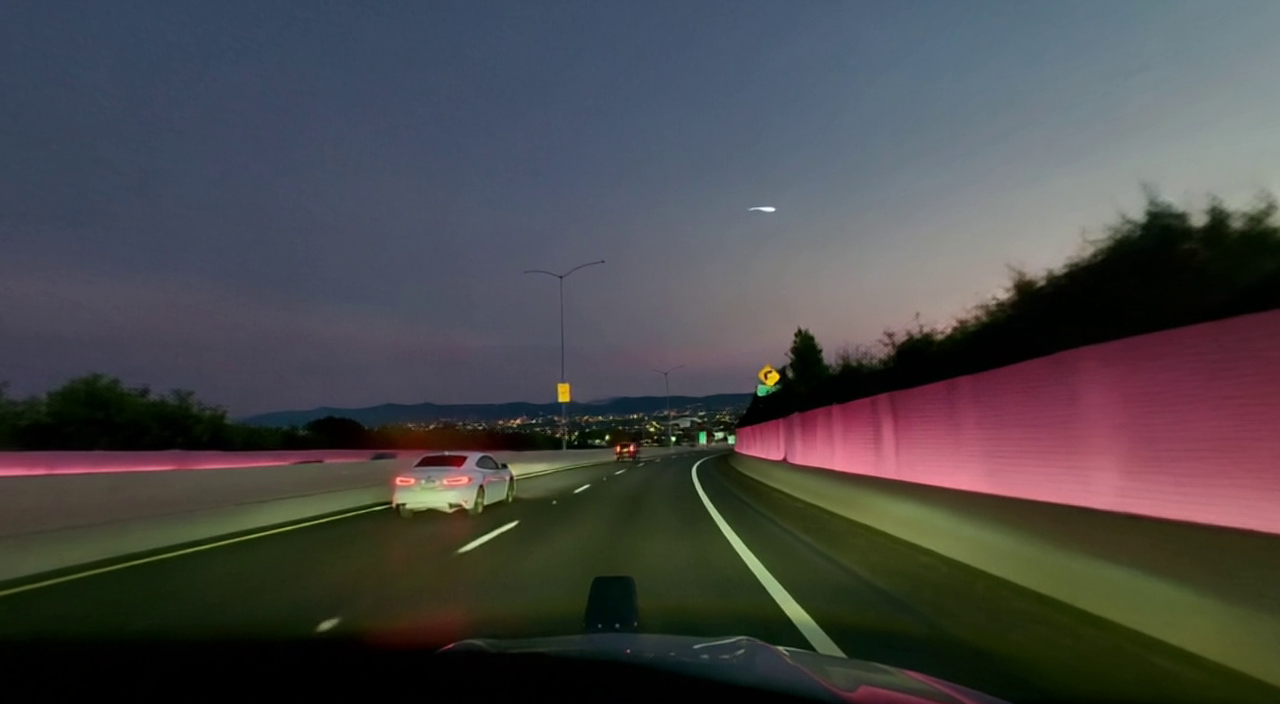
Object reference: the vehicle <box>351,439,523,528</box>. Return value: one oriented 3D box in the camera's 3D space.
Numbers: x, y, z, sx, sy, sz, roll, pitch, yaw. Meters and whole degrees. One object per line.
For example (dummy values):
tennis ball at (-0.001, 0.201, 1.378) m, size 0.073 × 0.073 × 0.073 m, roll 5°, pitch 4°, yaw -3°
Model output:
vehicle at (-3.673, 2.447, 12.353) m, size 1.746 × 1.405 × 4.339 m, roll -1°, pitch -9°, yaw 3°

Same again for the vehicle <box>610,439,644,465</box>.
vehicle at (-0.864, 6.912, 43.623) m, size 1.833 × 1.697 × 3.984 m, roll -1°, pitch -9°, yaw 7°
